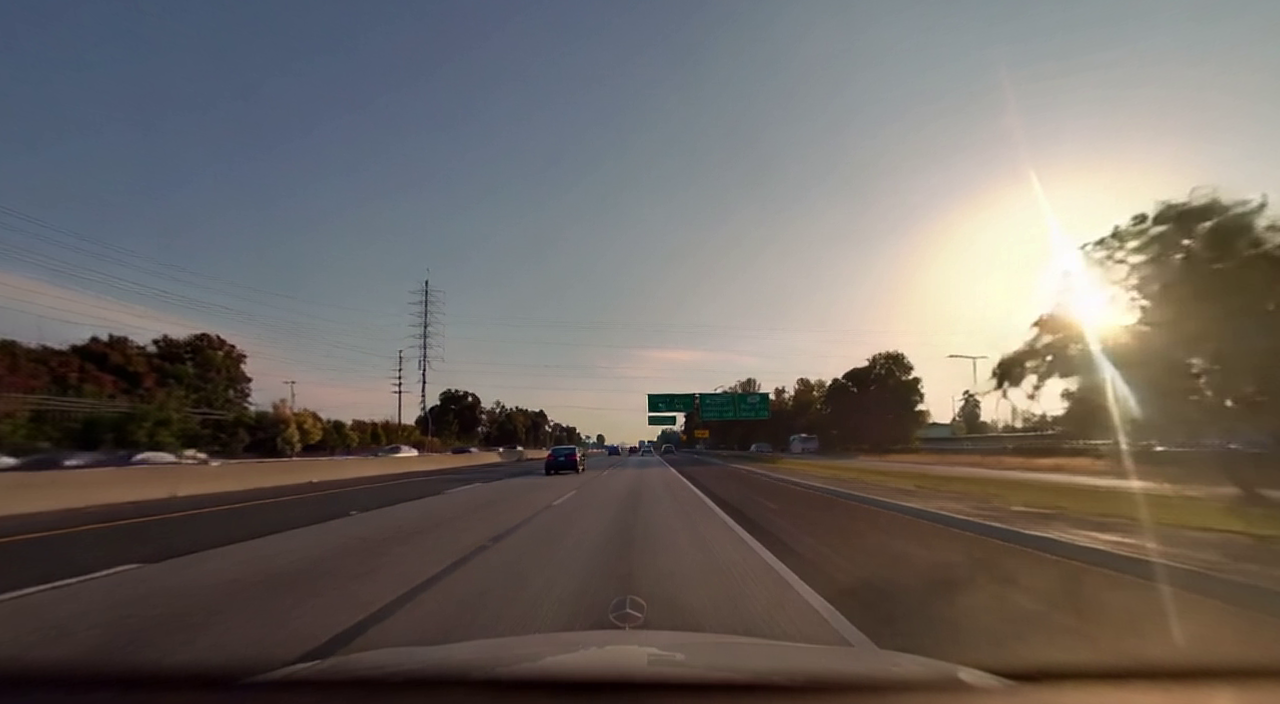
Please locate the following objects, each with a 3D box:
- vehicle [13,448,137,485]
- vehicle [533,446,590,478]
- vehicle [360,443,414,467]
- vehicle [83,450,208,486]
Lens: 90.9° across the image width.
[{"bbox_3d":[-25.530,5.155,28.706,1.828,1.515,4.094,0,-9,1],"label":"vehicle"},{"bbox_3d":[-3.645,5.208,30.091,2.048,1.368,4.613,0,-9,1],"label":"vehicle"},{"bbox_3d":[-18.096,7.369,45.354,1.927,1.599,4.657,0,-9,1],"label":"vehicle"},{"bbox_3d":[-21.868,5.121,28.141,1.859,1.472,4.494,0,-9,1],"label":"vehicle"}]
